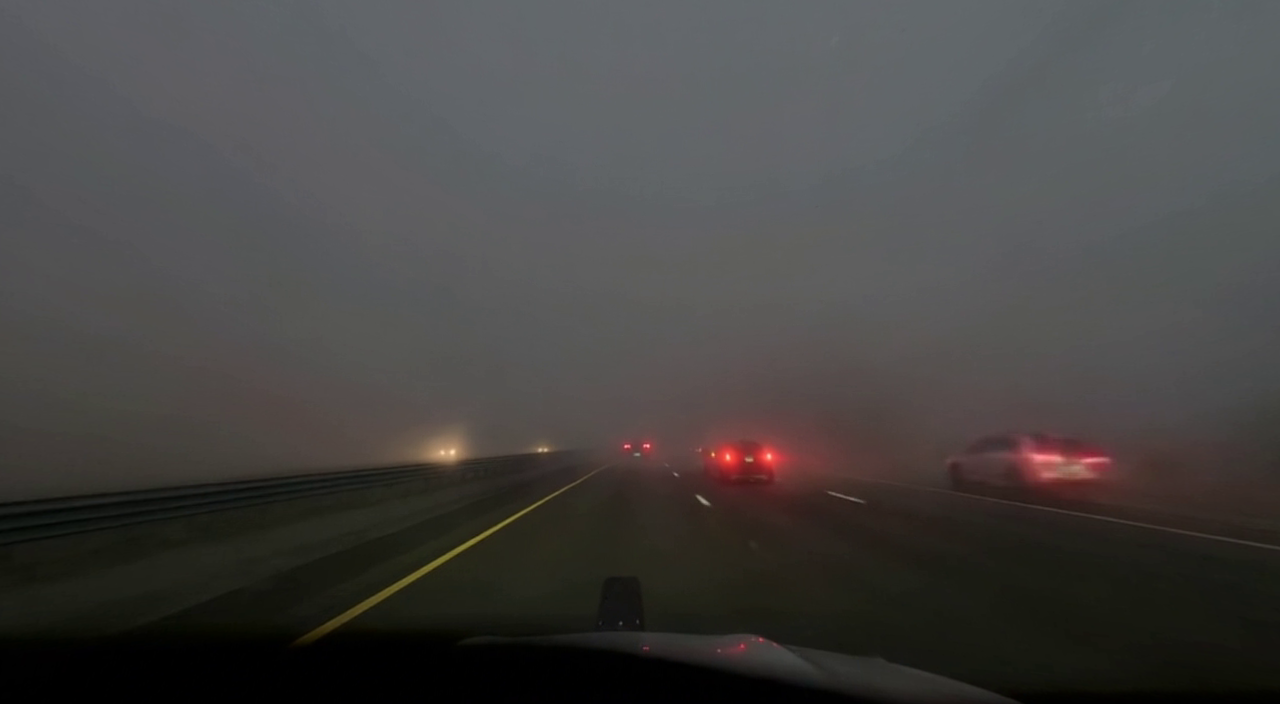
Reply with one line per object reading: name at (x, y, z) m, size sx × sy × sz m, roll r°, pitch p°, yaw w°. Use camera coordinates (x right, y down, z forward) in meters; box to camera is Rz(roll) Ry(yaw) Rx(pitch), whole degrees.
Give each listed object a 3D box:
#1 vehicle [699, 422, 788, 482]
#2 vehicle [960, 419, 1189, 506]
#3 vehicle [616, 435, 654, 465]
vehicle at (3.463, 3.482, 21.999) m, size 2.269 × 1.839 × 4.554 m, roll 0°, pitch -9°, yaw -1°
vehicle at (10.428, 2.703, 15.770) m, size 2.161 × 1.824 × 4.876 m, roll 0°, pitch -9°, yaw -1°
vehicle at (-0.278, 5.848, 37.656) m, size 2.142 × 1.664 × 4.076 m, roll 0°, pitch -9°, yaw 0°
